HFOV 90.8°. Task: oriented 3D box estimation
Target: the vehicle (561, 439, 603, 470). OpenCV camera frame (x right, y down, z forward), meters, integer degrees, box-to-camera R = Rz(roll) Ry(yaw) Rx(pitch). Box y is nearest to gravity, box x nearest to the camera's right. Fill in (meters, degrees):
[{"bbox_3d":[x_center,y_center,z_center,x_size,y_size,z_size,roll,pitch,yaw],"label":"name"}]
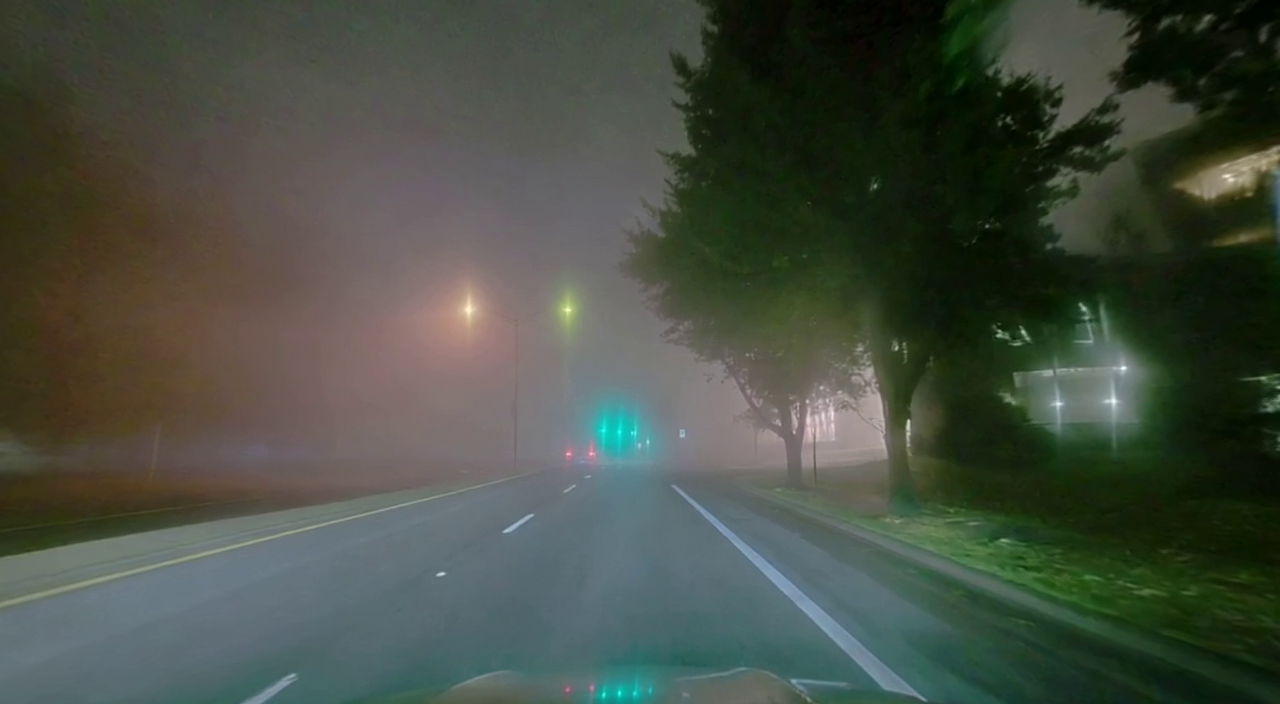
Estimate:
[{"bbox_3d":[-3.466,6.256,38.704,2.179,1.771,4.267,0,-9,0],"label":"vehicle"}]
